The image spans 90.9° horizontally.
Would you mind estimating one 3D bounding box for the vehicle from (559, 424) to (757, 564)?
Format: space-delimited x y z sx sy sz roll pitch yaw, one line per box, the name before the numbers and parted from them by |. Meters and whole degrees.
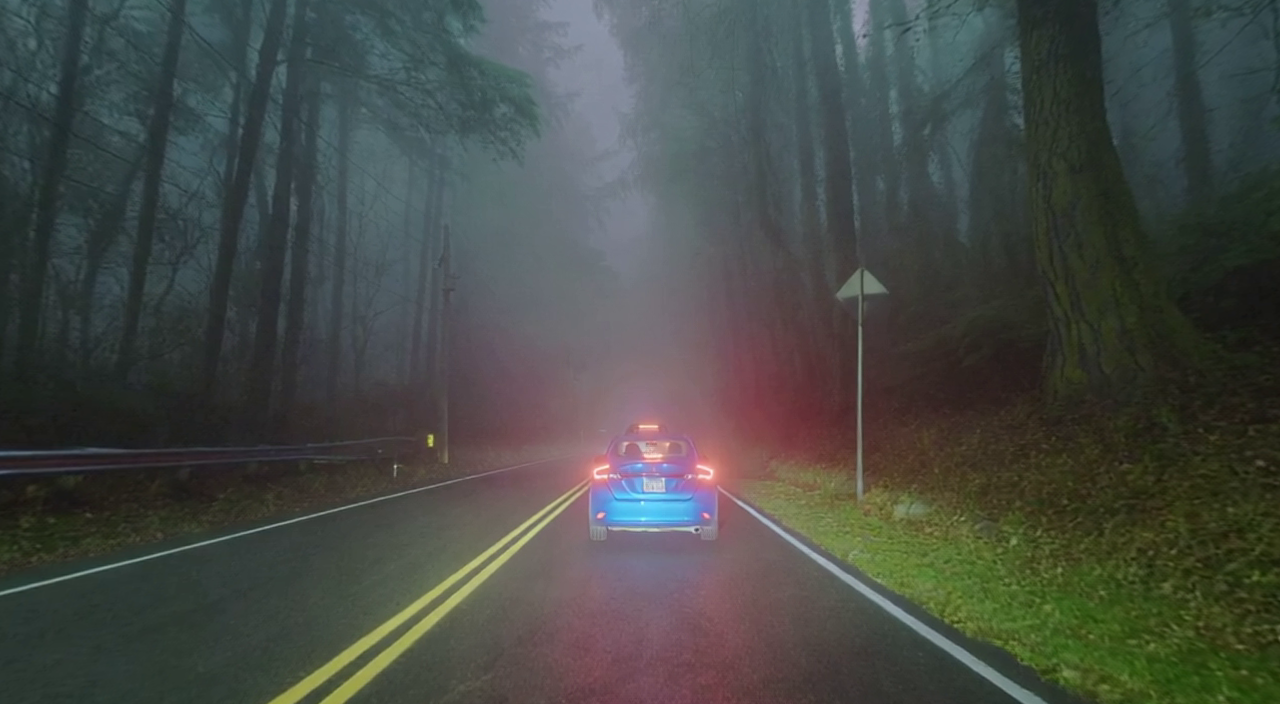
vehicle | 0.234 1.849 8.909 2.187 1.533 3.726 0 -8 1
